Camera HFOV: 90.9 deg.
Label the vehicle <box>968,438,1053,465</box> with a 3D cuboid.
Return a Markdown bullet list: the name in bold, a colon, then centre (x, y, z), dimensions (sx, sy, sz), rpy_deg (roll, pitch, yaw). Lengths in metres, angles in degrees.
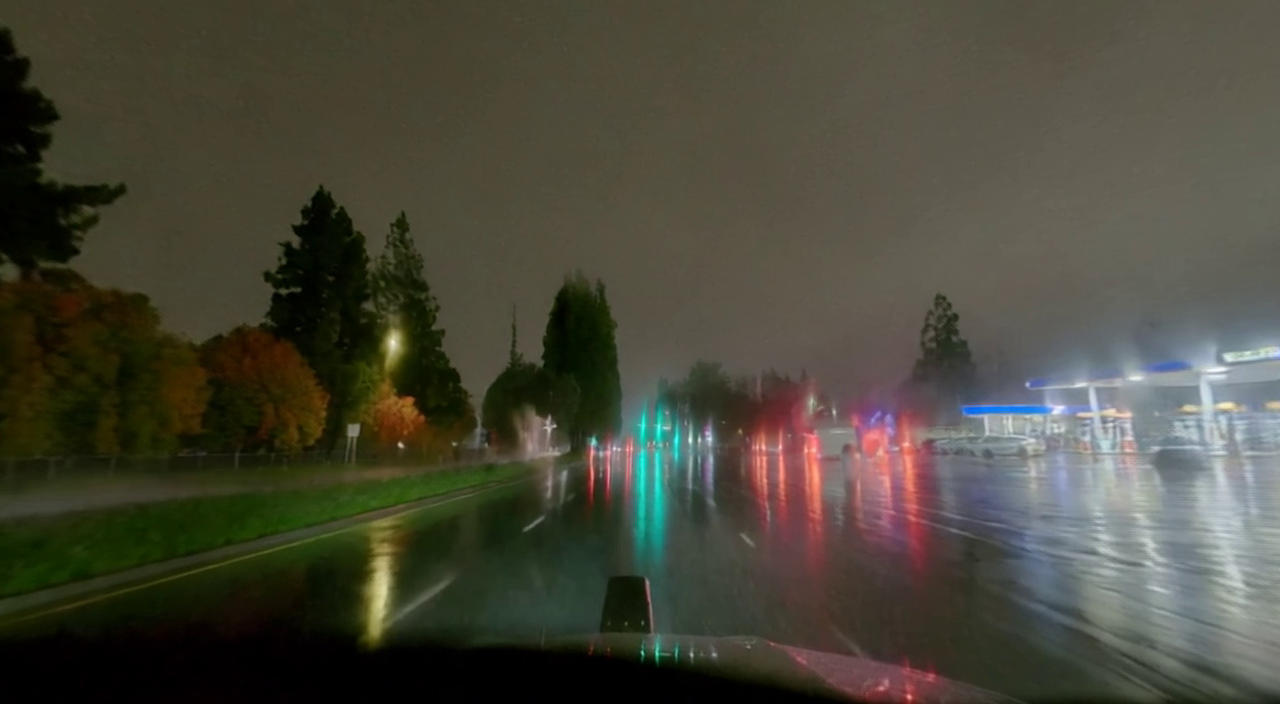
- **vehicle**: centre (21.465, 5.751, 36.445), dimensions (4.674, 1.471, 1.954), rpy_deg (4, -10, -28)

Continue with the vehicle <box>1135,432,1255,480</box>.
- **vehicle**: centre (21.362, 3.953, 24.230), dimensions (4.484, 1.697, 1.959), rpy_deg (5, -10, -30)

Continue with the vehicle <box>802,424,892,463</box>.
- **vehicle**: centre (15.311, 6.808, 46.869), dimensions (5.820, 2.752, 2.234), rpy_deg (0, -9, -1)

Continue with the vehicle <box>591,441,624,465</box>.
- **vehicle**: centre (-2.475, 7.860, 49.168), dimensions (2.196, 1.801, 4.542), rpy_deg (0, -9, 1)

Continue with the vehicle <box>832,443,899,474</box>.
- **vehicle**: centre (11.804, 5.572, 33.312), dimensions (1.967, 1.500, 4.353), rpy_deg (-1, -9, 1)
